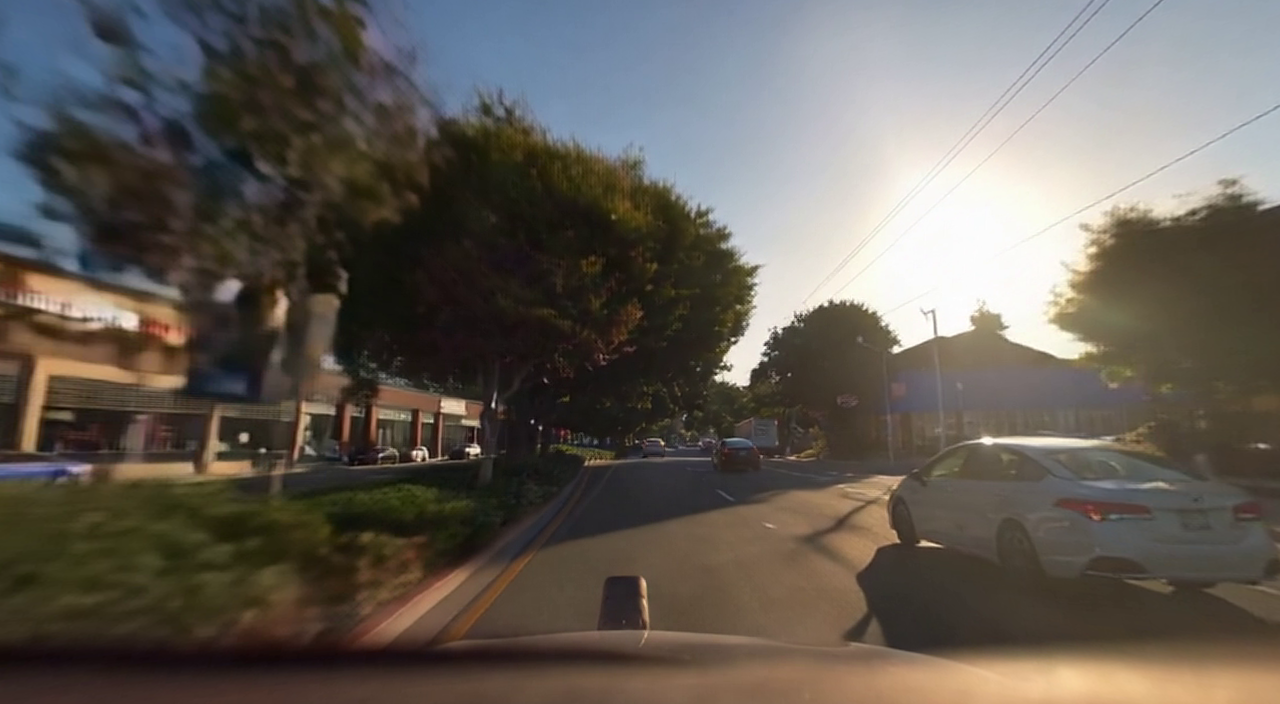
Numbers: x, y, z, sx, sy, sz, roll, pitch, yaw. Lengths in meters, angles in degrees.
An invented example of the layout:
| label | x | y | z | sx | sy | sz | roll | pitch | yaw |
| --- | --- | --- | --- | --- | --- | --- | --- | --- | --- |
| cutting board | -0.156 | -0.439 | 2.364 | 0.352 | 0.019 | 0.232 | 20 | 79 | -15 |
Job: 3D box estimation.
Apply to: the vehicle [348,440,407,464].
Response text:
| label | x | y | z | sx | sy | sz | roll | pitch | yaw |
| --- | --- | --- | --- | --- | --- | --- | --- | --- | --- |
| vehicle | -18.499 | 7.064 | 44.514 | 1.947 | 1.580 | 4.857 | 0 | -9 | 1 |

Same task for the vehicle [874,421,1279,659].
| label | x | y | z | sx | sy | sz | roll | pitch | yaw |
| --- | --- | --- | --- | --- | --- | --- | --- | --- | --- |
| vehicle | 4.123 | 1.496 | 6.212 | 1.908 | 1.463 | 4.506 | 0 | -8 | 1 |

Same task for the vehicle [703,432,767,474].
| label | x | y | z | sx | sy | sz | roll | pitch | yaw |
| --- | --- | --- | --- | --- | --- | --- | --- | --- | --- |
| vehicle | 4.045 | 4.386 | 27.429 | 2.115 | 1.692 | 4.189 | 0 | -8 | 0 |

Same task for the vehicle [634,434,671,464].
| label | x | y | z | sx | sy | sz | roll | pitch | yaw |
| --- | --- | --- | --- | --- | --- | --- | --- | --- | --- |
| vehicle | 0.736 | 5.848 | 37.859 | 2.098 | 1.682 | 3.778 | 0 | -8 | 0 |
